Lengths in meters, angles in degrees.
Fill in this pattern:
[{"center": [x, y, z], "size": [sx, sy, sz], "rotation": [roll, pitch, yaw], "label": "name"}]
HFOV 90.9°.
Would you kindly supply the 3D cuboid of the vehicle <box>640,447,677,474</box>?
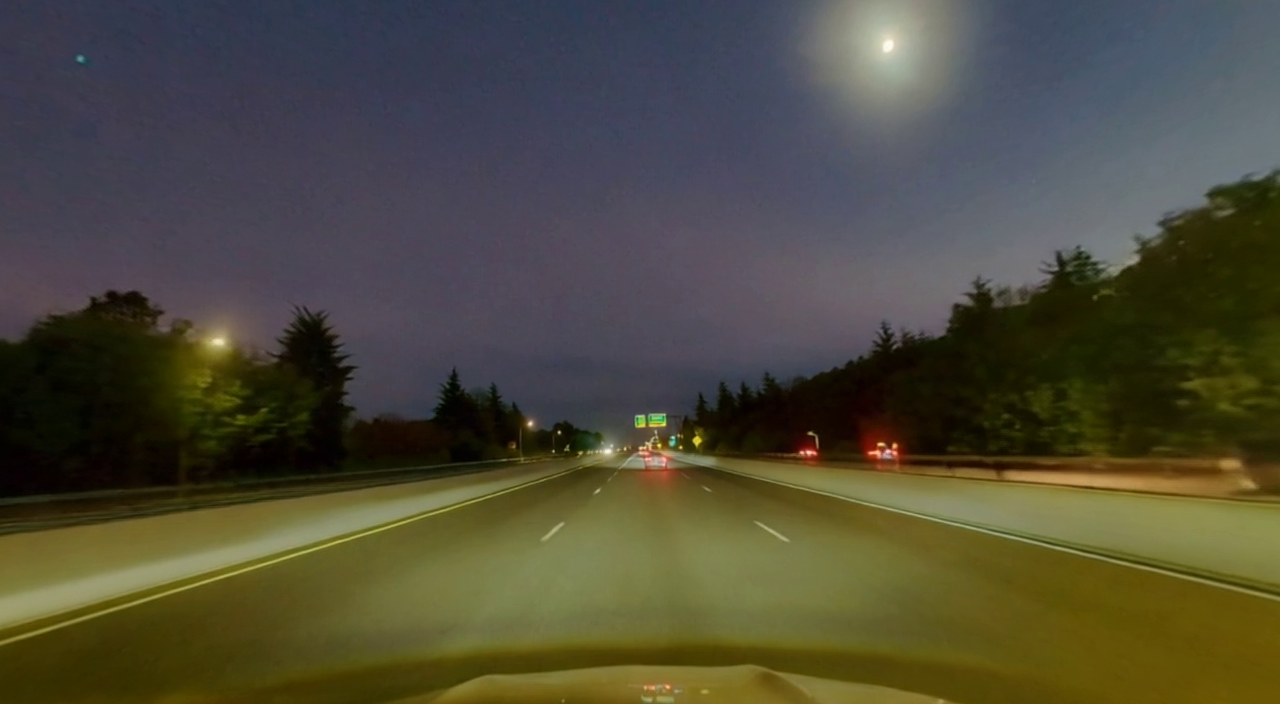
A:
[{"center": [1.071, 6.411, 37.400], "size": [2.036, 1.457, 3.471], "rotation": [0, -9, -1], "label": "vehicle"}]
